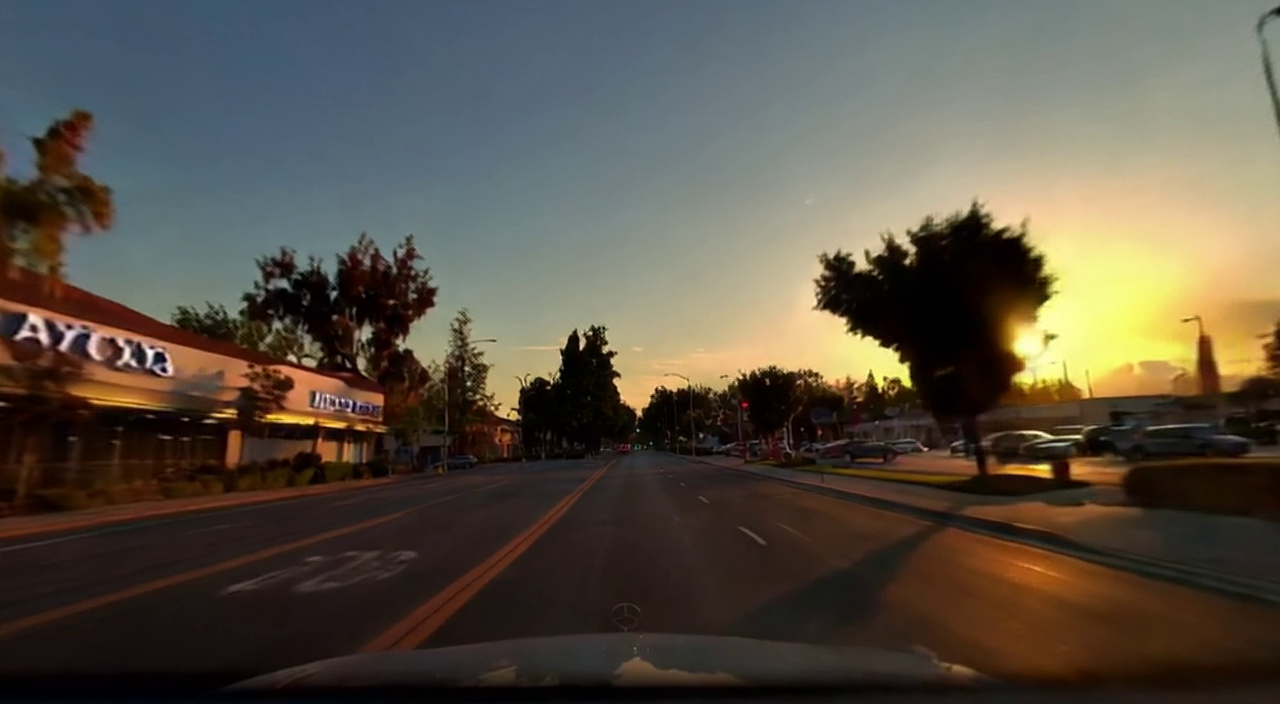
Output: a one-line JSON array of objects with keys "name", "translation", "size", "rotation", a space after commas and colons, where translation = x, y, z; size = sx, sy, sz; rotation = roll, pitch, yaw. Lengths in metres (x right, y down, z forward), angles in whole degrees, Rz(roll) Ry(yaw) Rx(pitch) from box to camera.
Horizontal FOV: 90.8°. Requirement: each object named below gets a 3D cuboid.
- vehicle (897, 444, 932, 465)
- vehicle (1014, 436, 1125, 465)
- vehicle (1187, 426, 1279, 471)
[{"name": "vehicle", "translation": [20.352, 7.551, 46.668], "size": [1.901, 1.461, 4.482], "rotation": [-5, -10, 28]}, {"name": "vehicle", "translation": [23.236, 5.329, 34.294], "size": [4.579, 1.482, 1.911], "rotation": [0, -8, 0]}, {"name": "vehicle", "translation": [23.395, 3.553, 23.344], "size": [4.435, 1.548, 2.082], "rotation": [0, -9, -3]}]
